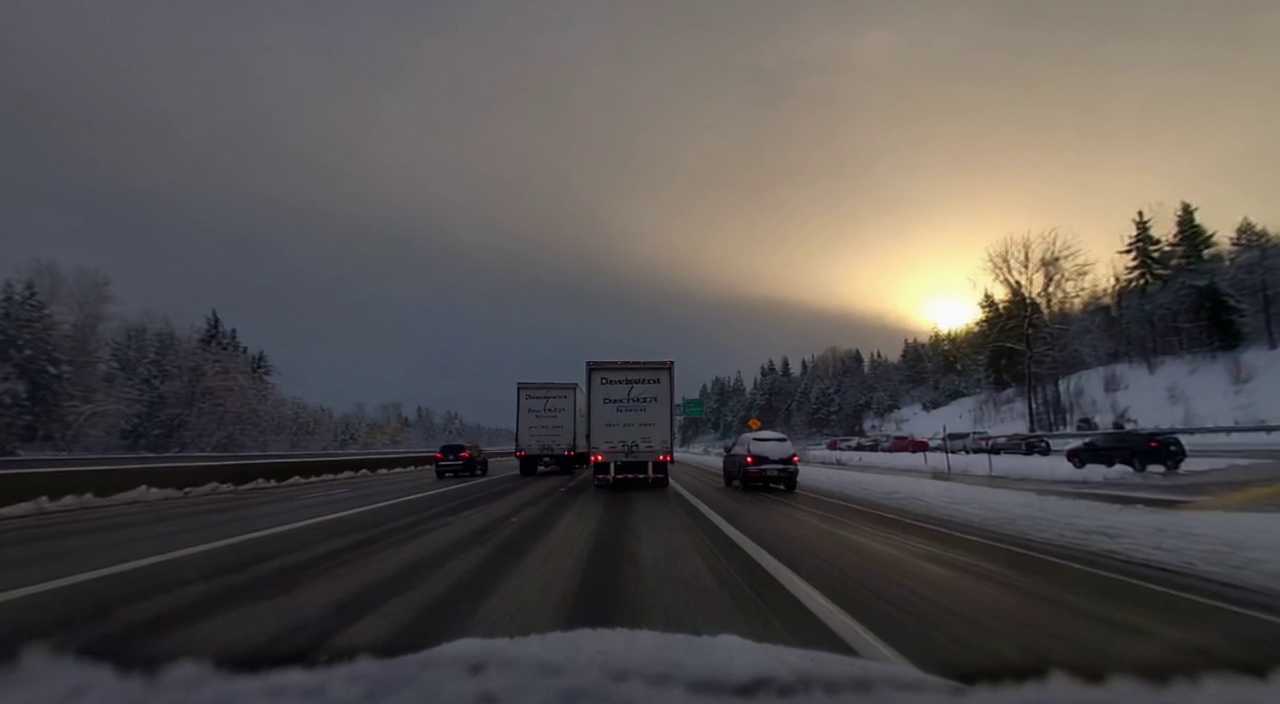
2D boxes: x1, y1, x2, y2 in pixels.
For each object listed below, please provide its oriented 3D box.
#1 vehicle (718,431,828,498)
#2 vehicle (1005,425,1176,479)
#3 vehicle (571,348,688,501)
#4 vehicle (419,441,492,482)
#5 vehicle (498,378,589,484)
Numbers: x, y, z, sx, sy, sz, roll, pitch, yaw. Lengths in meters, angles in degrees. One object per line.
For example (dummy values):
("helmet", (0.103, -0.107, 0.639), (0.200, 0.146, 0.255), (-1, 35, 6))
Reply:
("vehicle", (3.792, 3.306, 18.978), (2.136, 1.753, 4.644), (0, -9, -2))
("vehicle", (16.665, 3.751, 23.937), (2.128, 1.783, 5.718), (0, -9, -2))
("vehicle", (-0.332, 2.526, 20.829), (2.910, 3.828, 9.805), (0, -9, -1))
("vehicle", (-8.300, 4.965, 28.883), (2.017, 1.694, 4.420), (0, -9, -1))
("vehicle", (-4.234, 3.933, 30.475), (2.888, 4.154, 10.960), (0, -9, -1))
